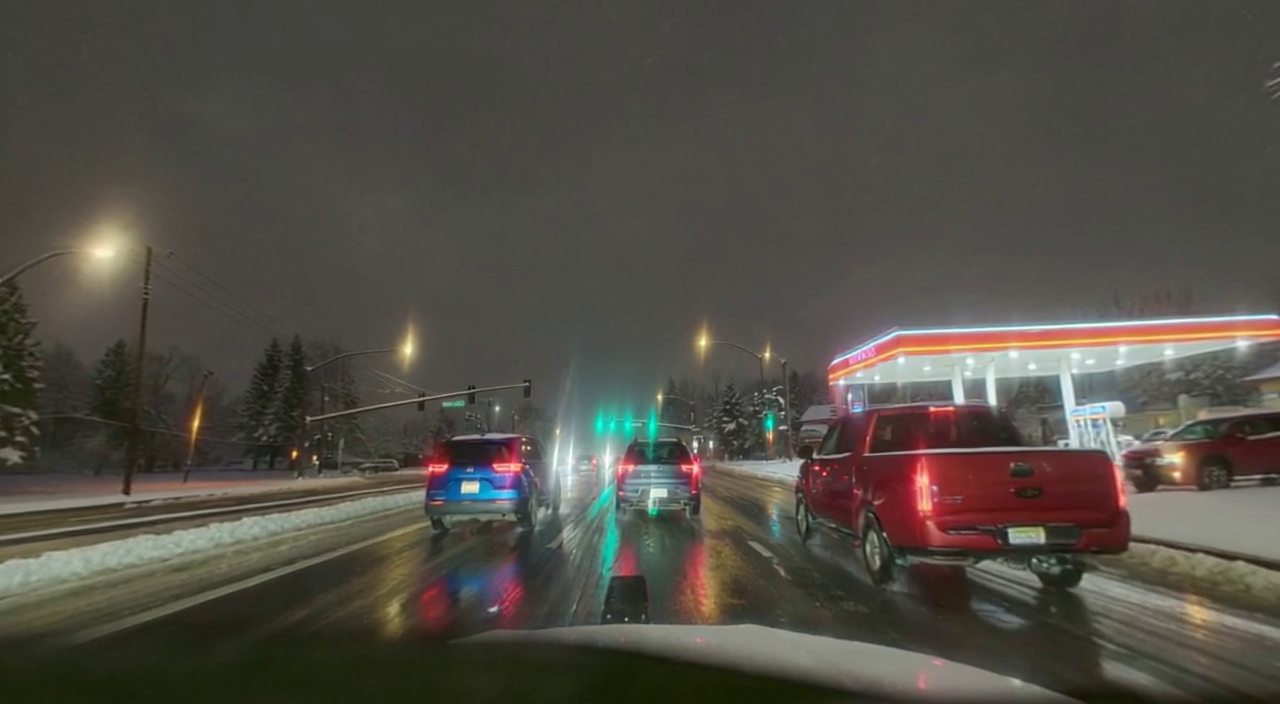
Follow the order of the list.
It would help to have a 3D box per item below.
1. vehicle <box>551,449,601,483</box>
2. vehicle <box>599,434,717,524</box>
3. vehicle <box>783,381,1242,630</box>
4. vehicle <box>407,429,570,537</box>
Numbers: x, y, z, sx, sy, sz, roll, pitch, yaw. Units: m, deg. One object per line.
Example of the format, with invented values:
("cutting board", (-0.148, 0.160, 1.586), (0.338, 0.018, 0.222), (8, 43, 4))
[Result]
("vehicle", (-3.067, 5.522, 30.861), (1.954, 1.497, 4.078), (0, -9, 1))
("vehicle", (0.317, 2.682, 13.823), (2.181, 1.650, 4.083), (0, -9, 0))
("vehicle", (3.413, 1.555, 7.473), (2.161, 1.868, 5.321), (0, -9, 0))
("vehicle", (-2.706, 2.466, 12.447), (2.019, 1.731, 4.299), (0, -9, 2))
